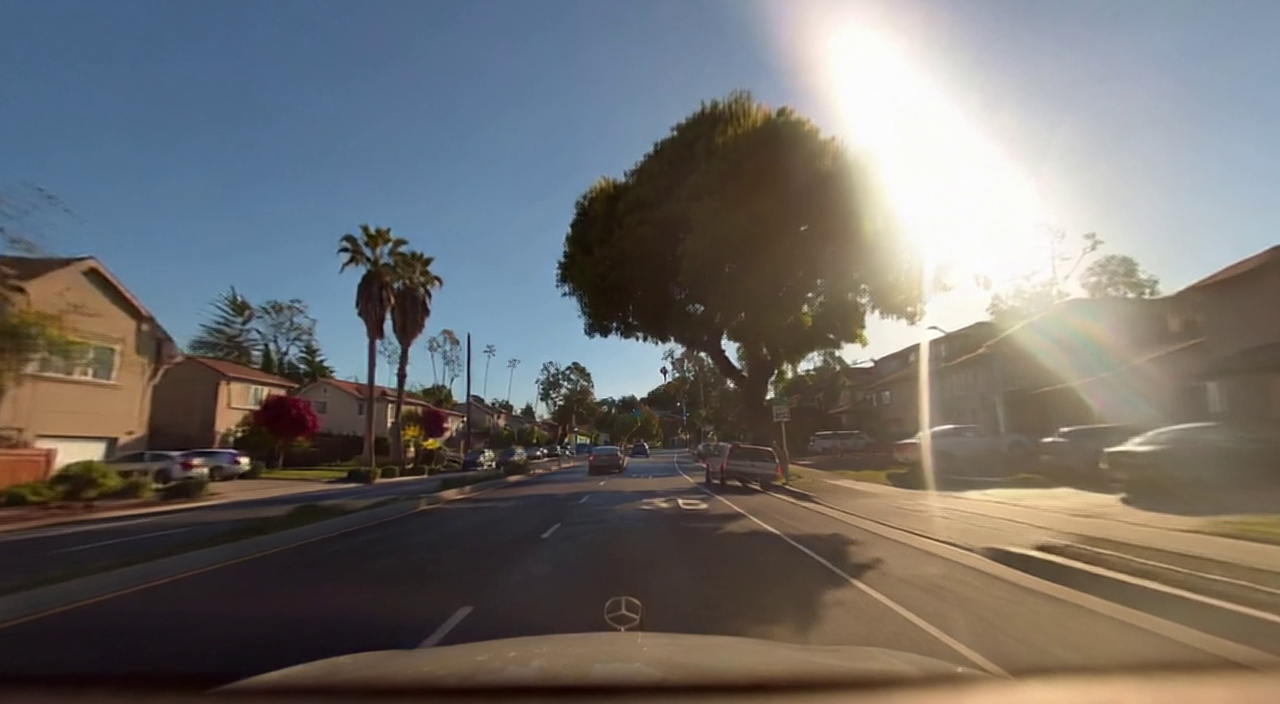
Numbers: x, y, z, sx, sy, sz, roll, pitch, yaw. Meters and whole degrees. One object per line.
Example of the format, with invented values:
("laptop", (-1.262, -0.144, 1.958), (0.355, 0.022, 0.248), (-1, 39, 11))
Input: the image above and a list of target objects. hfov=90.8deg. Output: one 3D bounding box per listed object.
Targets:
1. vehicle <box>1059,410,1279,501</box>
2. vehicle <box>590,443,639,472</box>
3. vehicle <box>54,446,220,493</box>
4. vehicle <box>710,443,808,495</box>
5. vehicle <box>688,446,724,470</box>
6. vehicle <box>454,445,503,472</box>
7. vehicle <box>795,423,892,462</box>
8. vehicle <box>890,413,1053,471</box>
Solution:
("vehicle", (11.354, 2.017, 12.690), (4.454, 1.499, 1.821), (-3, -9, 0))
("vehicle", (-1.308, 5.724, 34.378), (2.035, 1.474, 4.284), (-1, -9, 6))
("vehicle", (-20.008, 4.669, 25.298), (4.992, 1.779, 1.928), (0, -9, 2))
("vehicle", (3.683, 3.735, 20.586), (2.025, 1.456, 4.865), (0, -9, -3))
("vehicle", (4.231, 6.874, 41.116), (2.037, 1.425, 4.621), (0, -9, 3))
("vehicle", (-12.470, 8.313, 49.222), (2.131, 1.902, 4.924), (-3, -10, 6))
("vehicle", (13.611, 6.107, 42.370), (5.550, 2.066, 2.288), (-10, -13, 29))
("vehicle", (11.969, 3.334, 23.114), (4.710, 1.731, 1.972), (-4, -10, 7))
